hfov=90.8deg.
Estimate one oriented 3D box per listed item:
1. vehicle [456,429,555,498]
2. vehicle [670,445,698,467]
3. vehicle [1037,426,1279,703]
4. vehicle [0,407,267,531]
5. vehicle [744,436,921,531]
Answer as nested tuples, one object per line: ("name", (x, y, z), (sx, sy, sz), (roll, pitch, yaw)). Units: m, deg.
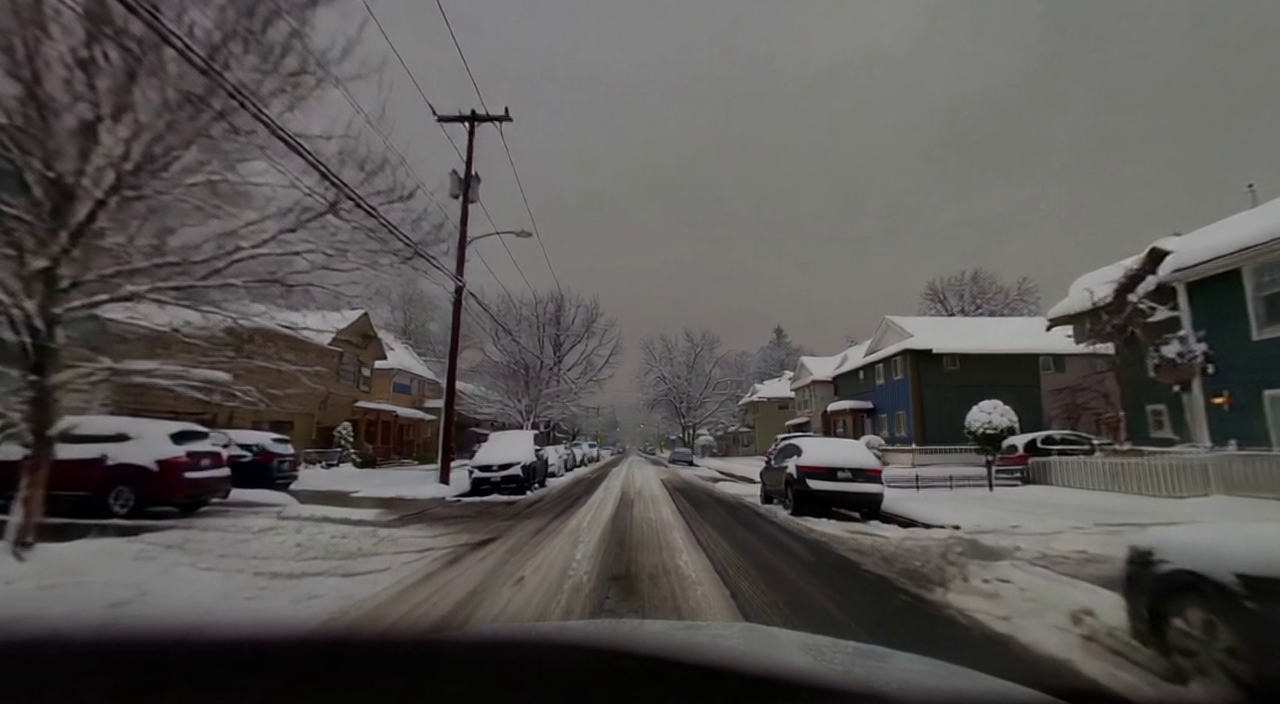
("vehicle", (-4.028, 3.440, 19.913), (2.057, 1.887, 5.053), (0, -8, -1))
("vehicle", (3.320, 7.981, 48.770), (1.916, 1.587, 3.986), (0, -8, 1))
("vehicle", (3.713, 0.921, 1.865), (1.862, 1.452, 4.737), (0, -8, -2))
("vehicle", (-9.088, 1.890, 10.453), (4.469, 1.816, 2.022), (0, -8, -1))
("vehicle", (3.542, 2.488, 12.649), (2.019, 1.536, 4.405), (0, -8, -2))
